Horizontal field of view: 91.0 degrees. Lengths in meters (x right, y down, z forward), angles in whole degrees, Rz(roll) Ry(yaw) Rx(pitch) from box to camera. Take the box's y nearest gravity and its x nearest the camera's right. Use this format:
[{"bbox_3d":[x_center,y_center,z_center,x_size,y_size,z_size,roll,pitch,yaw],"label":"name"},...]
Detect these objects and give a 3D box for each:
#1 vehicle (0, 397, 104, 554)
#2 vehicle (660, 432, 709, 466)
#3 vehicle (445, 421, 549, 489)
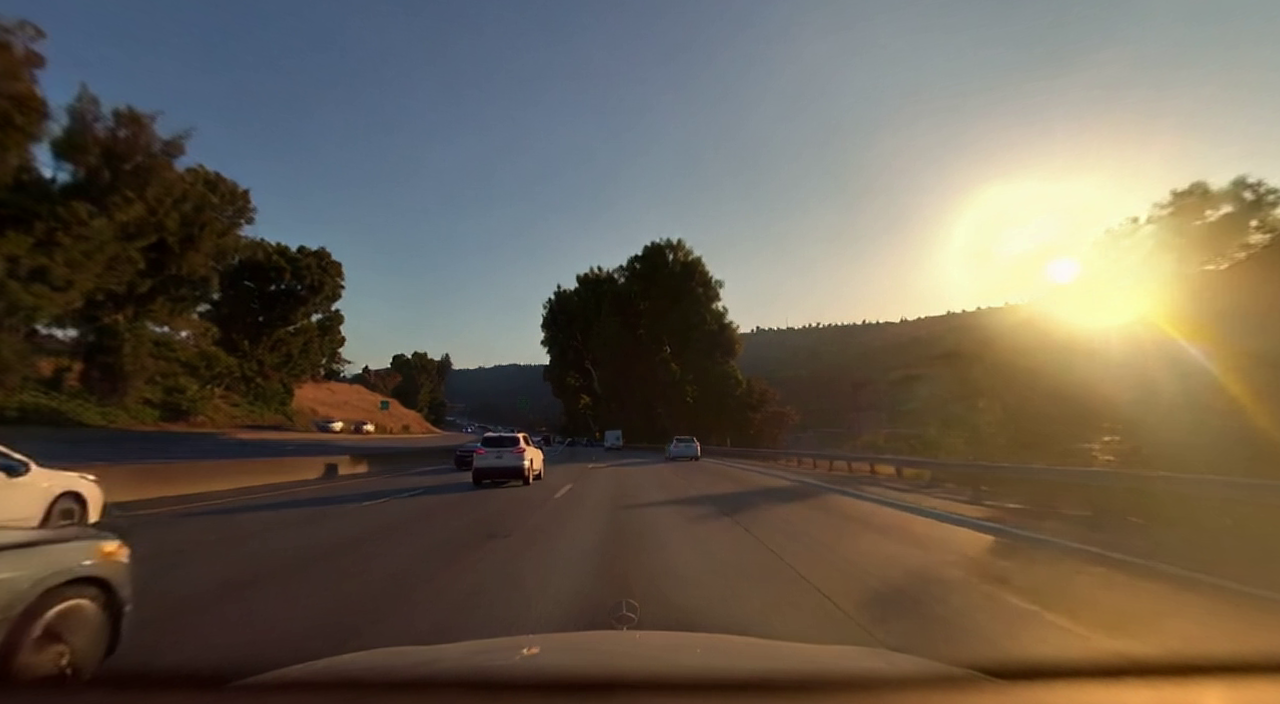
[{"bbox_3d":[-8.085,1.184,5.758,2.237,1.703,4.681,0,-8,-1],"label":"vehicle"},{"bbox_3d":[2.294,5.146,33.566,2.053,1.698,4.097,1,-8,-3],"label":"vehicle"},{"bbox_3d":[-3.920,2.918,18.078,2.002,1.680,4.301,0,-8,-1],"label":"vehicle"}]
